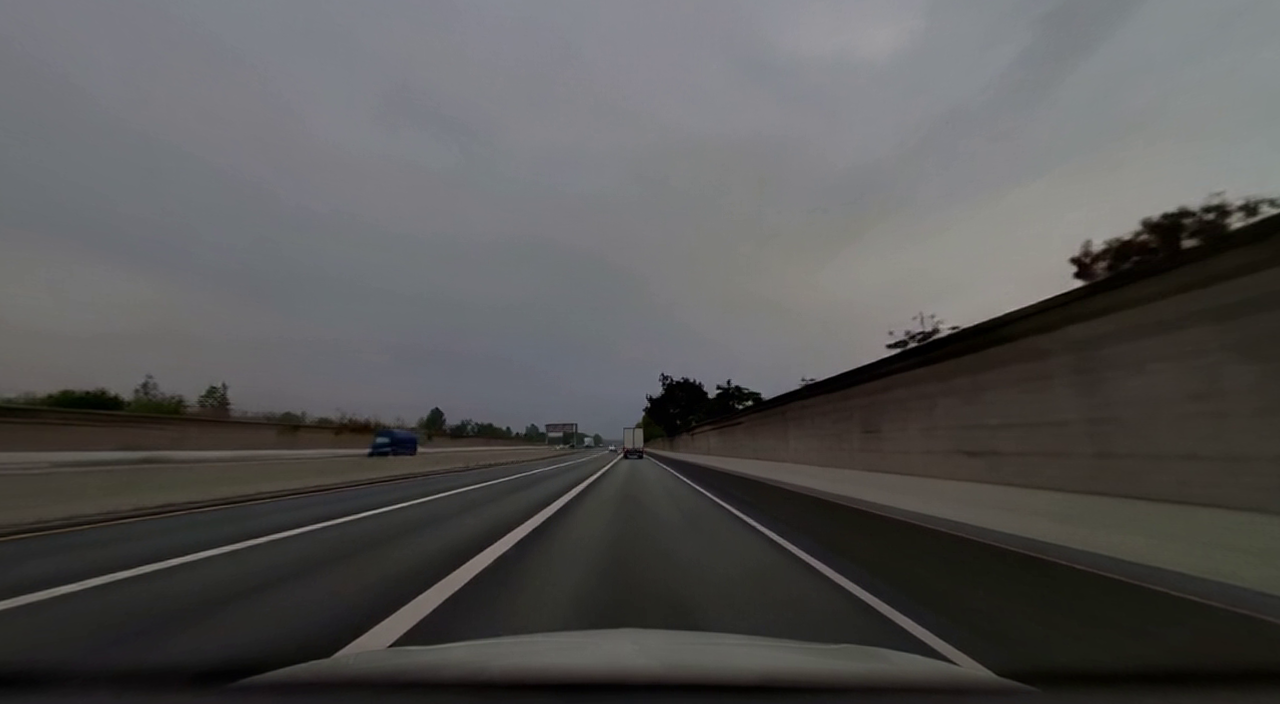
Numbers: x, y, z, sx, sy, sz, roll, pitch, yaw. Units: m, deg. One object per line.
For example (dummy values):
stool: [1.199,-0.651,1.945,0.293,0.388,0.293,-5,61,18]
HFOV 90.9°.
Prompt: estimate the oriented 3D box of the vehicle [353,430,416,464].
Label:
vehicle: [-19.498,7.298,48.448,2.487,2.425,5.746,0,-9,-1]
